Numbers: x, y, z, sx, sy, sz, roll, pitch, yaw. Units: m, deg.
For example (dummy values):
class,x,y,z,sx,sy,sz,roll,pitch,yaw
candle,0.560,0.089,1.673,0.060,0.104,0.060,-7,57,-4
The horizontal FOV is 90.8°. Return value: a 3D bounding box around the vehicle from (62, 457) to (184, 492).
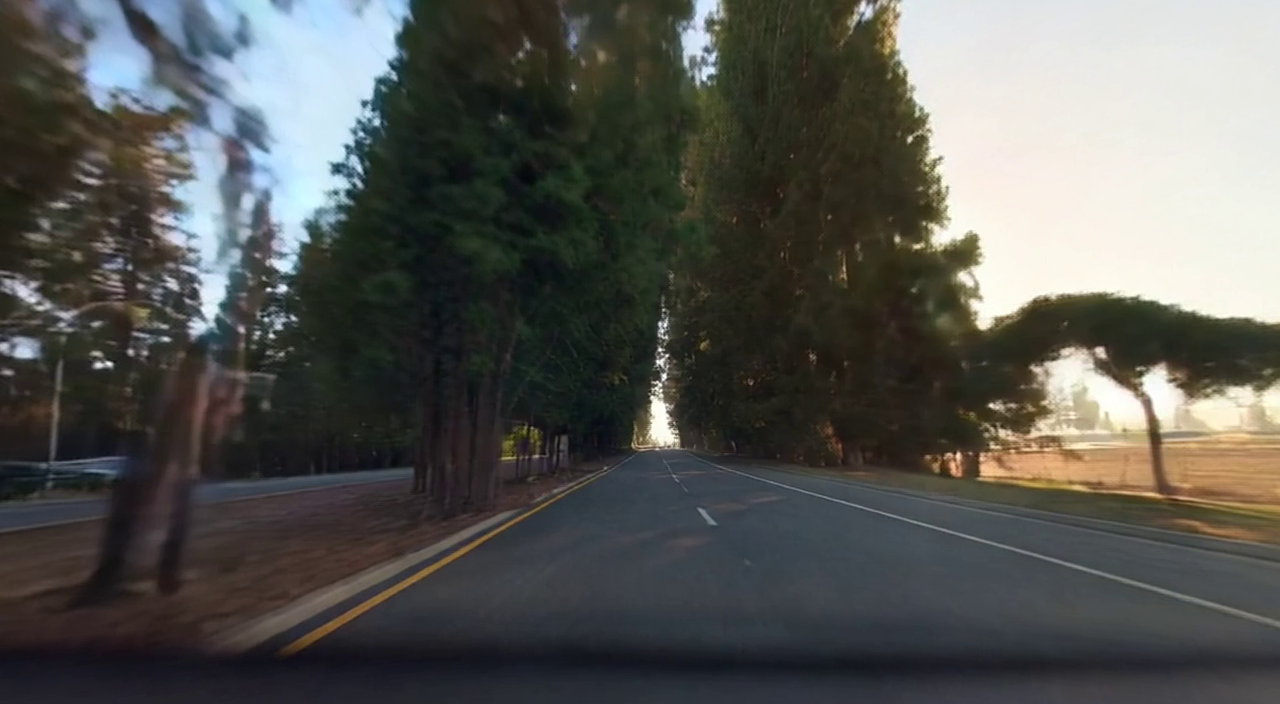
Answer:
class,x,y,z,sx,sy,sz,roll,pitch,yaw
vehicle,-32.169,7.591,39.406,5.647,2.071,2.194,0,-9,2
